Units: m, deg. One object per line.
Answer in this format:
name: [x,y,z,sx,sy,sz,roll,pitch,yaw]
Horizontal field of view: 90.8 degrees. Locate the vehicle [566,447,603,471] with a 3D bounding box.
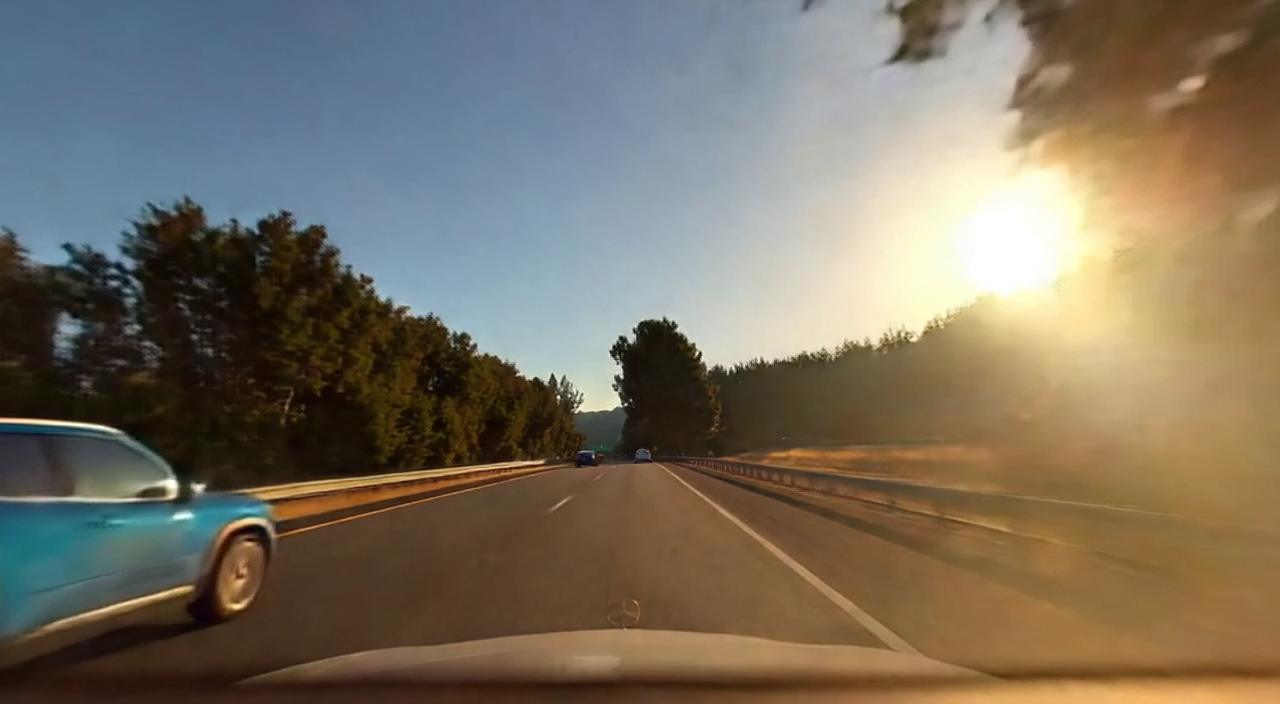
vehicle: [-3.949,7.704,45.632,2.182,1.629,4.263,0,-9,1]

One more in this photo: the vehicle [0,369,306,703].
vehicle: [-3.871,0.969,3.116,2.100,1.667,4.223,0,-9,0]

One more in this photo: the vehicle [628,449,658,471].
vehicle: [0.205,7.719,45.240,2.046,1.452,4.407,0,-9,0]
